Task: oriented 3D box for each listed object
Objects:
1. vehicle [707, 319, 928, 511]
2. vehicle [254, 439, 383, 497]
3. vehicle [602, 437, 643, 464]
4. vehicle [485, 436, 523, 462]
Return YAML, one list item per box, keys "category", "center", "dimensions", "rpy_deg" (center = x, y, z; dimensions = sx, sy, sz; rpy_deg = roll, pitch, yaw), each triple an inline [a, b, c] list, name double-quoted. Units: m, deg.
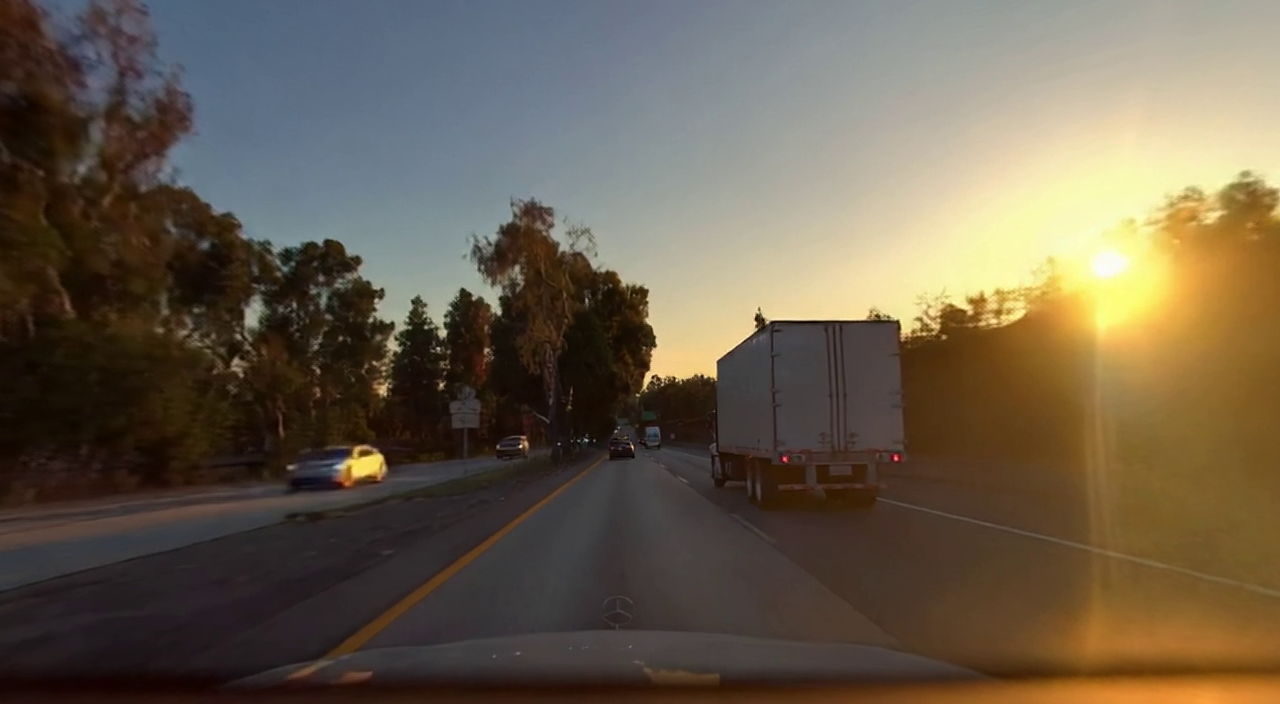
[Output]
- category: "vehicle"
  center: [3.667, 1.663, 15.686]
  dimensions: [2.921, 3.526, 8.207]
  rpy_deg: [0, -7, -1]
- category: "vehicle"
  center: [-9.927, 3.564, 19.879]
  dimensions: [1.963, 1.573, 3.985]
  rpy_deg: [0, -7, -1]
- category: "vehicle"
  center: [-1.025, 5.684, 36.732]
  dimensions: [2.259, 1.466, 3.693]
  rpy_deg: [0, -7, -1]
- category: "vehicle"
  center: [-9.875, 7.040, 46.058]
  dimensions: [1.985, 1.746, 3.918]
  rpy_deg: [0, -7, -1]
